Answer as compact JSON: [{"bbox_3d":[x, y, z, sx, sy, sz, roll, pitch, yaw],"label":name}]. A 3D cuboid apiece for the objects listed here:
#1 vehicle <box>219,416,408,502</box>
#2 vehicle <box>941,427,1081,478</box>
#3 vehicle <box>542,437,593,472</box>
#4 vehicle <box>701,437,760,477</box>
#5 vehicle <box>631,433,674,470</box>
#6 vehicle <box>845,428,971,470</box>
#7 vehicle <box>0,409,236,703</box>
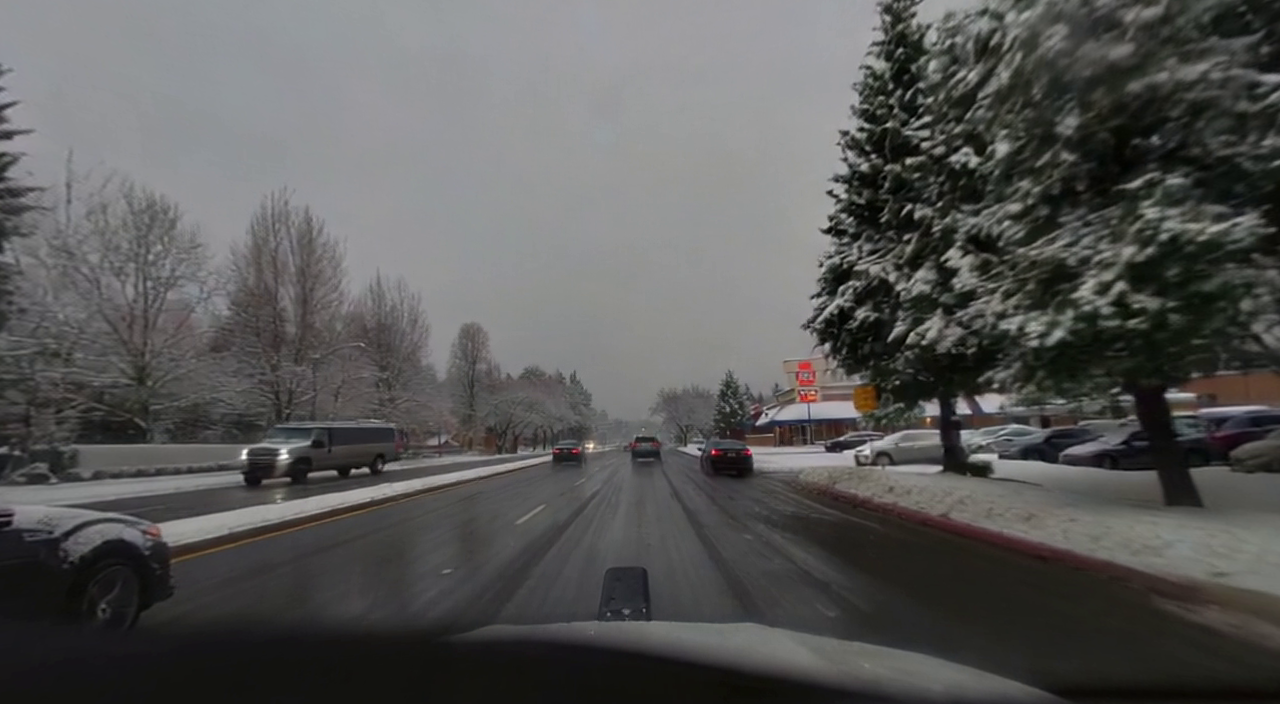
[{"bbox_3d":[-9.134,3.059,18.502,2.328,2.093,5.956,0,-8,0],"label":"vehicle"},{"bbox_3d":[11.991,3.297,20.822,1.959,1.472,4.473,0,-8,1],"label":"vehicle"},{"bbox_3d":[-3.620,5.231,32.303,2.026,1.665,4.193,0,-8,1],"label":"vehicle"},{"bbox_3d":[3.788,4.446,26.947,1.922,1.579,3.642,0,-8,-1],"label":"vehicle"},{"bbox_3d":[0.625,5.304,33.754,2.193,1.873,4.033,0,-8,0],"label":"vehicle"},{"bbox_3d":[11.725,4.227,27.625,4.808,1.712,2.061,-4,-10,29],"label":"vehicle"},{"bbox_3d":[-4.008,0.940,2.479,1.908,1.481,4.351,0,-8,0],"label":"vehicle"}]
